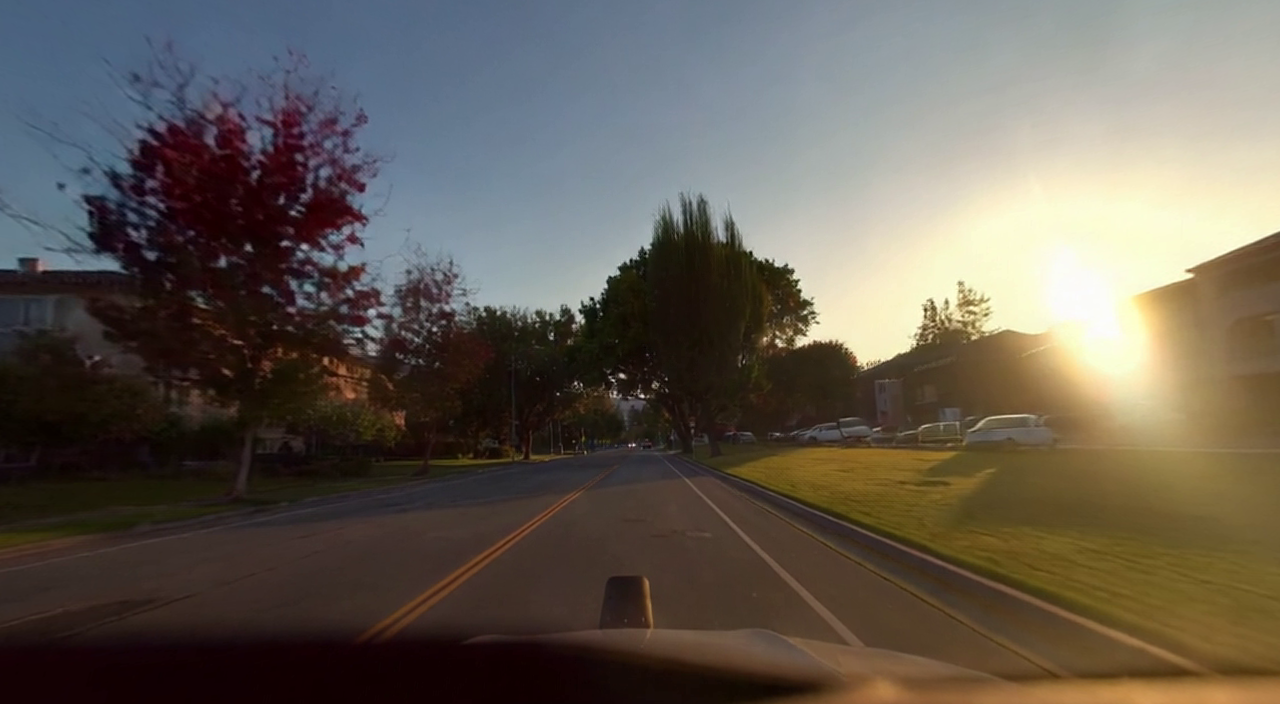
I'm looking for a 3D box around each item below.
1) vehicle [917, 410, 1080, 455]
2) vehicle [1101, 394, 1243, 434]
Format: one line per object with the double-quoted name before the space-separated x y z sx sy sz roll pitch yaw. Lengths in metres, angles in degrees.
"vehicle" 12.624 2.886 22.388 4.529 1.490 2.168 1 -8 -6
"vehicle" 25.674 3.039 30.547 4.864 1.797 2.150 0 -8 0
